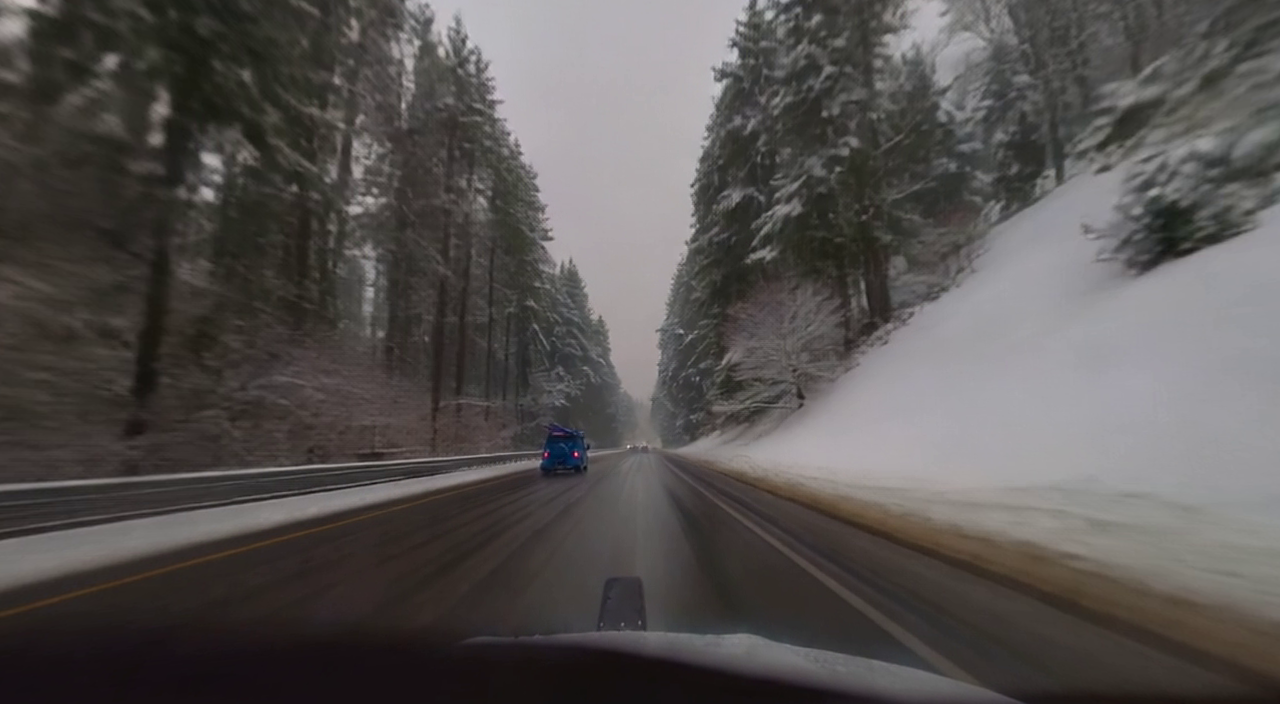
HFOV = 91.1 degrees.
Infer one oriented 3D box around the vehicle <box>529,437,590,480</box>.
[{"bbox_3d":[-3.505,4.722,28.231,2.084,1.752,4.479,0,-8,1],"label":"vehicle"}]
